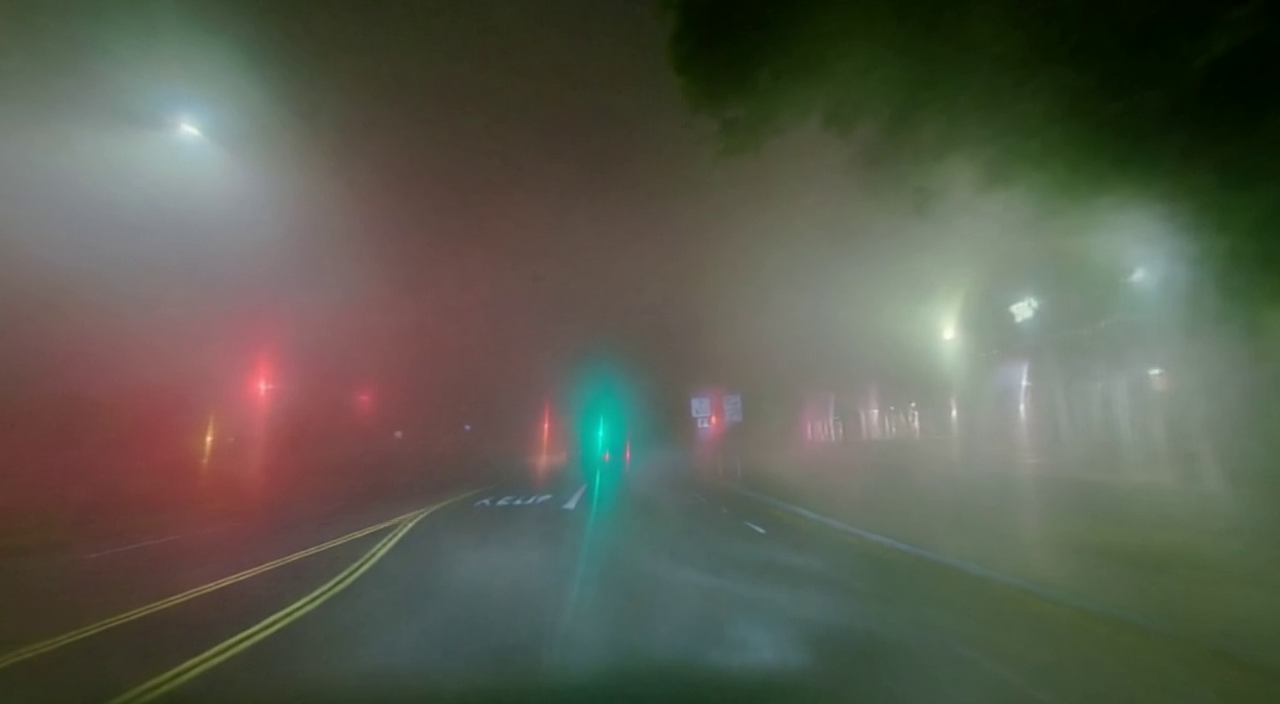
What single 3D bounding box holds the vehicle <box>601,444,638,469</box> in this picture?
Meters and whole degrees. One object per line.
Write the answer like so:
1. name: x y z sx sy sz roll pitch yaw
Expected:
1. vehicle: -1.312 6.375 38.723 2.131 1.474 4.146 0 -8 -3
